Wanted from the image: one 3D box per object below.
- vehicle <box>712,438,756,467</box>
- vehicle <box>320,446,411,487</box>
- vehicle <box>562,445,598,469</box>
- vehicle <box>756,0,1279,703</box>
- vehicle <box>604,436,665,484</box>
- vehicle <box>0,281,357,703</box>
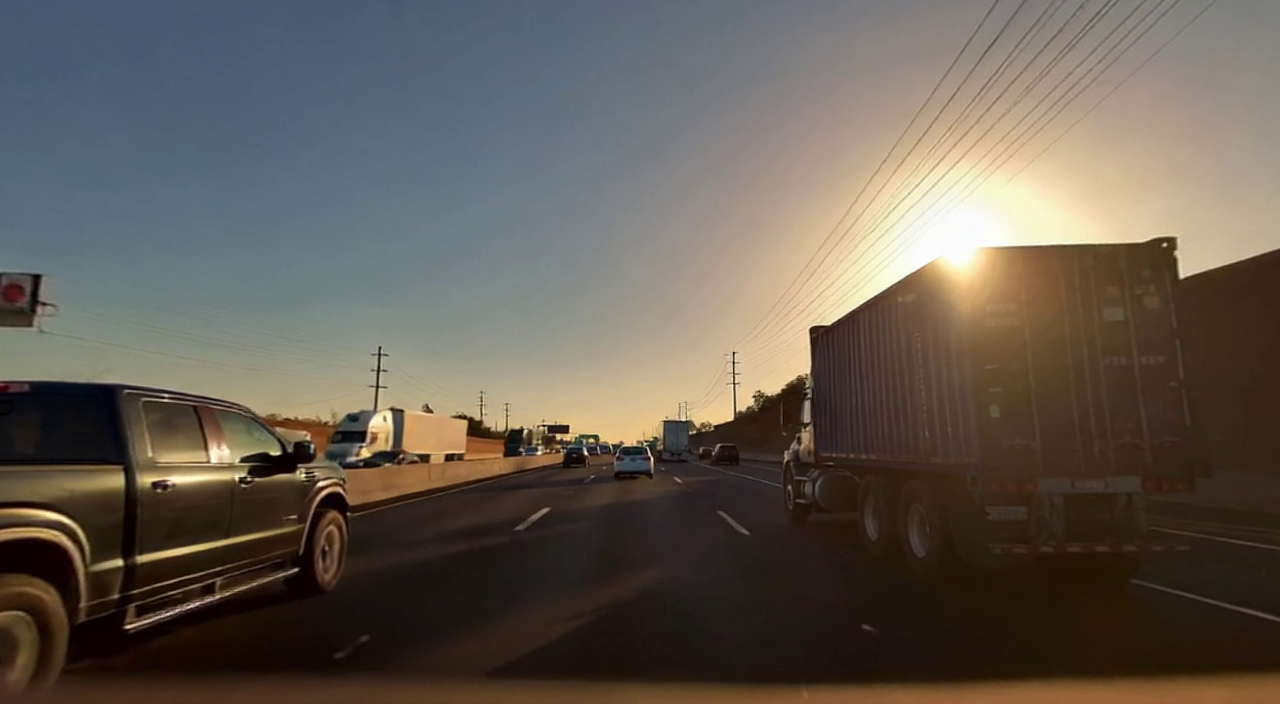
[{"bbox_3d":[6.882,7.445,46.906,2.302,1.973,5.502,0,-9,-2],"label":"vehicle"},{"bbox_3d":[-10.571,4.438,24.689,1.850,1.453,3.853,0,-9,-1],"label":"vehicle"},{"bbox_3d":[-3.995,7.035,42.631,2.025,1.498,4.675,0,-9,0],"label":"vehicle"},{"bbox_3d":[3.428,0.295,5.957,3.013,3.940,7.933,0,-9,-1],"label":"vehicle"},{"bbox_3d":[-0.208,4.207,24.769,2.191,1.685,4.015,0,-9,-1],"label":"vehicle"},{"bbox_3d":[-4.031,0.773,3.206,2.323,2.046,6.006,0,-9,1],"label":"vehicle"}]
